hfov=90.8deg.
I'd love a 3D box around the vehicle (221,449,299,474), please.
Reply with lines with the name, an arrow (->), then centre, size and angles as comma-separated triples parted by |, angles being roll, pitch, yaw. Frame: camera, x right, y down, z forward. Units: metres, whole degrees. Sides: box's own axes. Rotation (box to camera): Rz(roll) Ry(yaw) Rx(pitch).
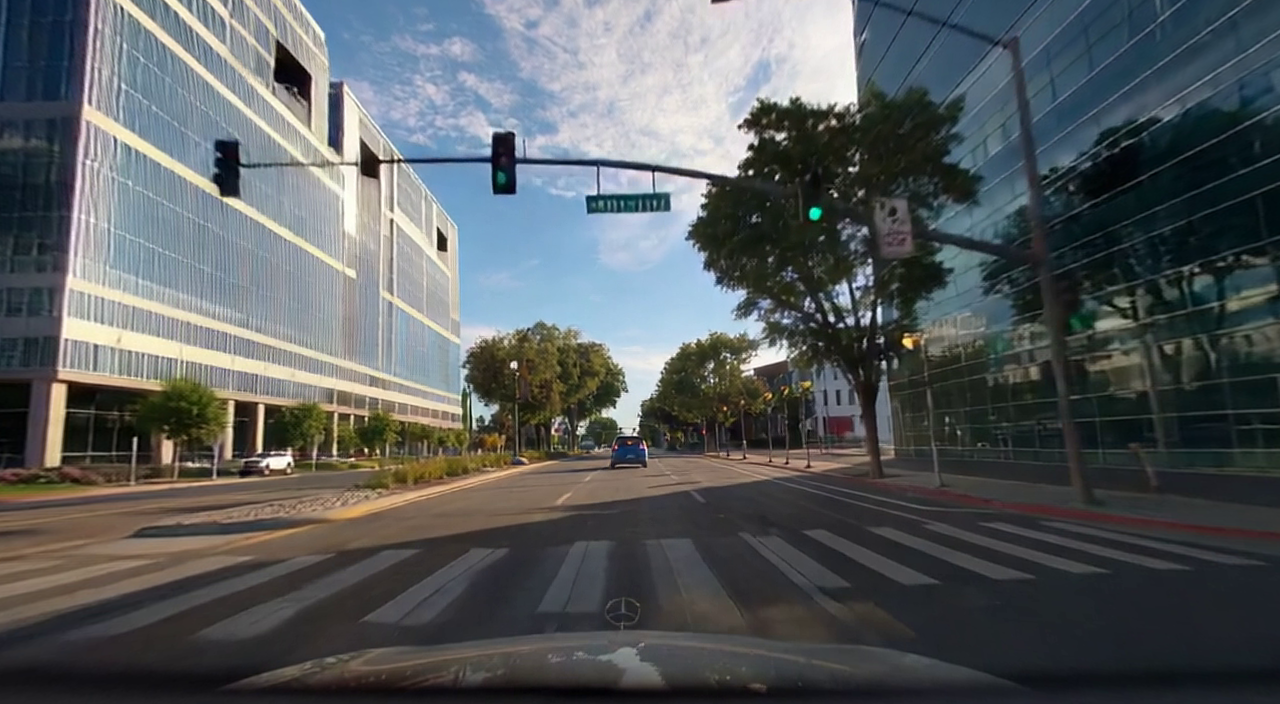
vehicle -> -29.663, 8.543, 49.458 | 4.813, 1.783, 1.983 | 2, -9, -20

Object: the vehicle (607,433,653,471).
vehicle -> -0.523, 5.349, 34.037 | 2.313, 1.860, 4.319 | 0, -8, -1
